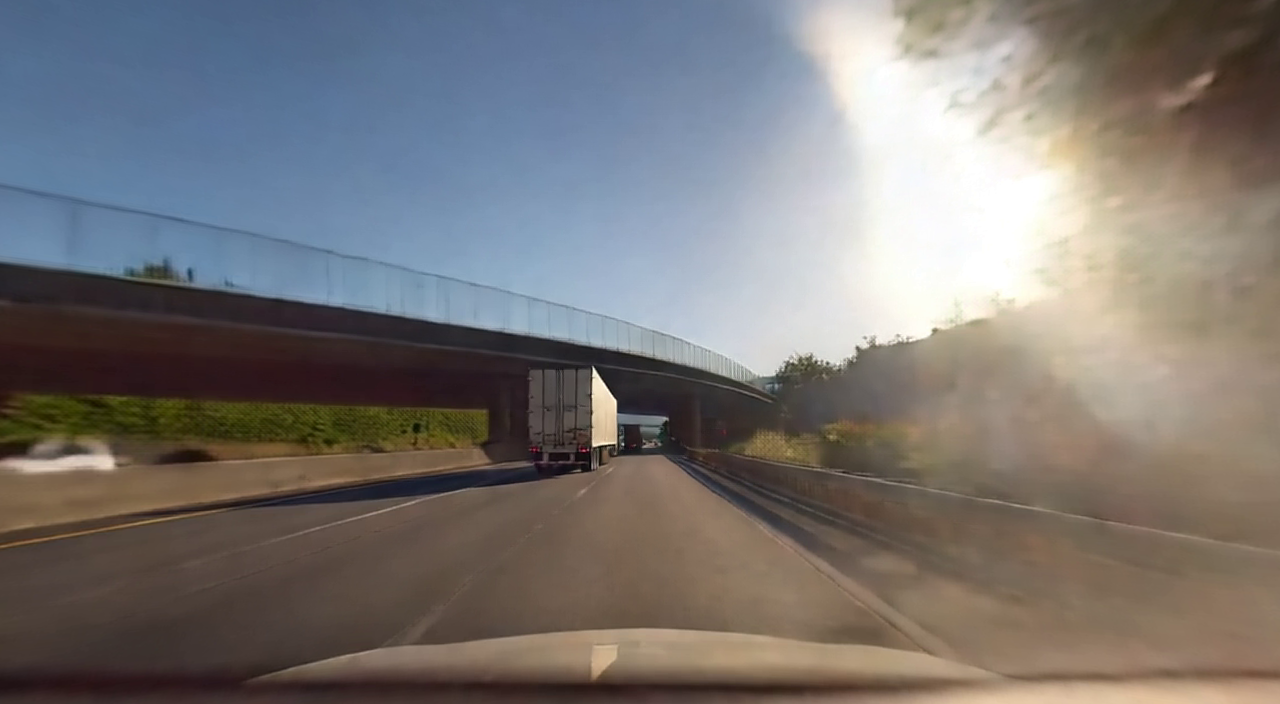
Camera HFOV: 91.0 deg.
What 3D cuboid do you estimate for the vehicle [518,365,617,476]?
[{"bbox_3d":[-2.914,3.555,30.403,2.947,4.051,14.256,1,-8,1],"label":"vehicle"}]
